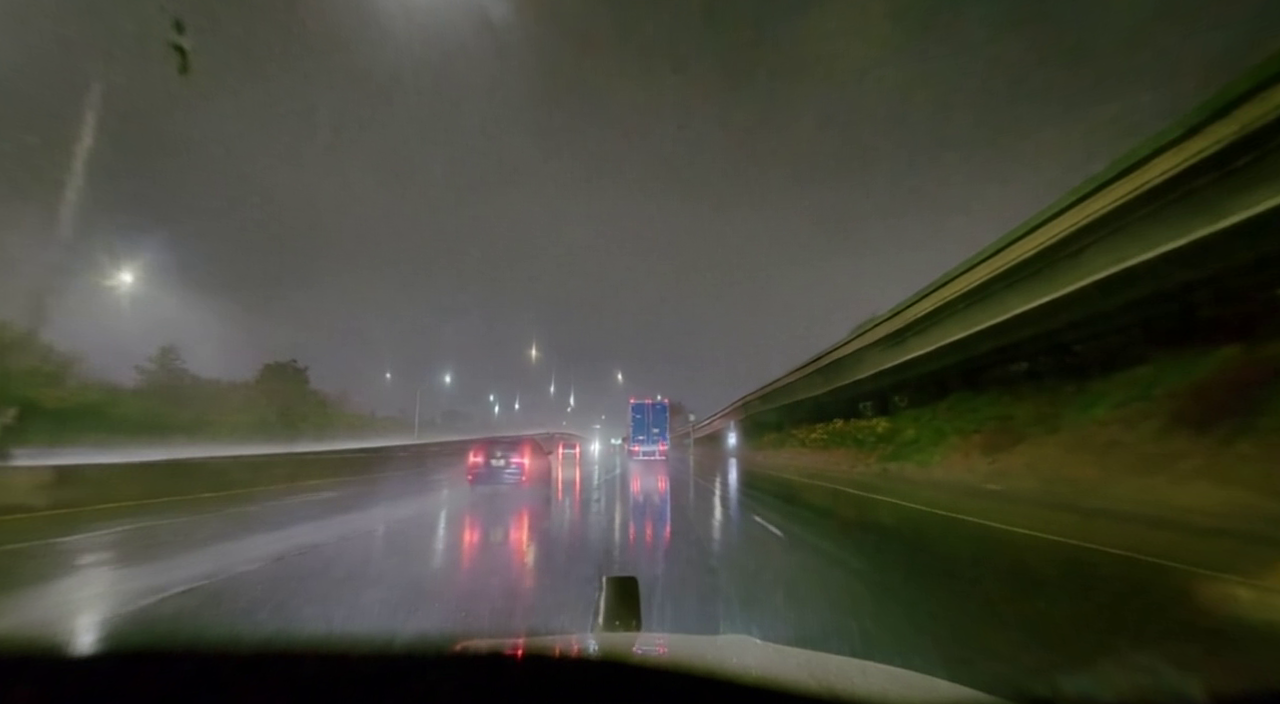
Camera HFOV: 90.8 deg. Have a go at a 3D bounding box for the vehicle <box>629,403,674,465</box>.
[{"bbox_3d":[0.851,6.166,46.856,2.964,4.063,10.072,0,-8,1],"label":"vehicle"}]

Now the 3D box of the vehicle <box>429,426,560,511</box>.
[{"bbox_3d":[-3.272,2.733,15.302,2.077,1.716,4.514,0,-8,0],"label":"vehicle"}]
